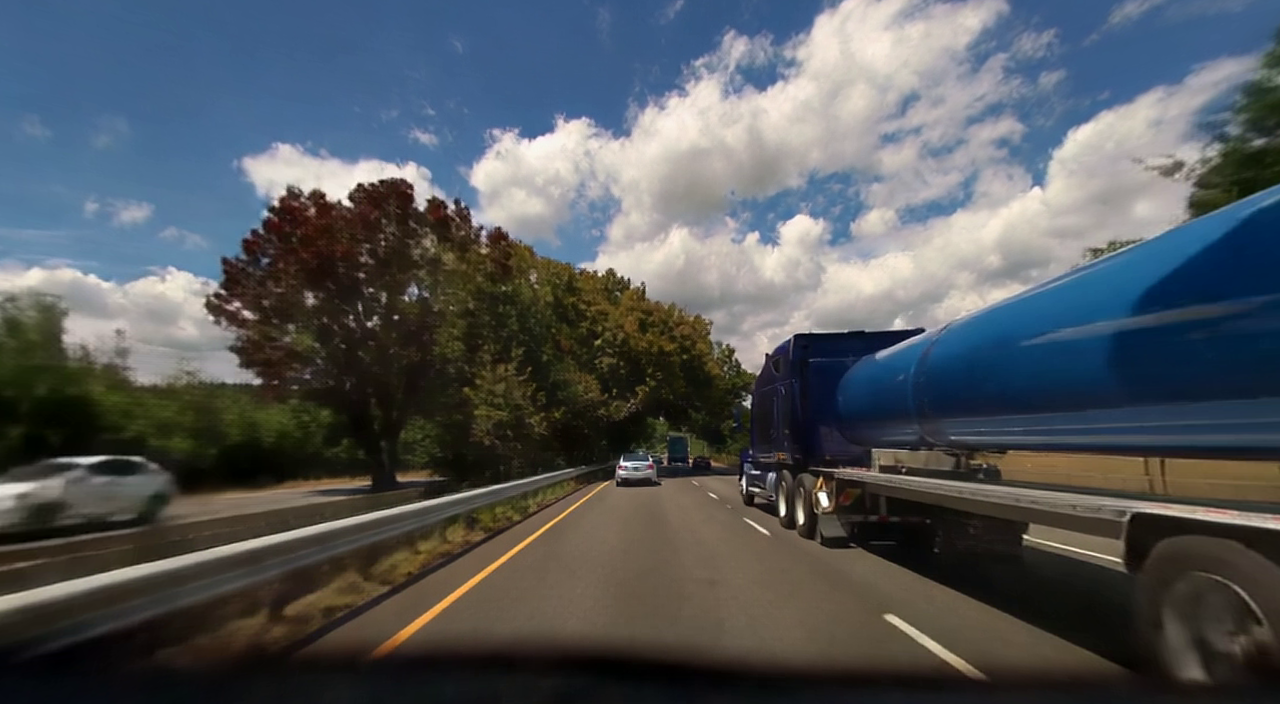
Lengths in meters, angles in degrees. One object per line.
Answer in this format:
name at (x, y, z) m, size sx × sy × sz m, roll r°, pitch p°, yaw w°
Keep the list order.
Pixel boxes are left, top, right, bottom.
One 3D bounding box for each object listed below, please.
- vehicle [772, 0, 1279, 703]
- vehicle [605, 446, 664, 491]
vehicle at (3.911, 0.559, 6.147) m, size 2.694 × 3.453 × 11.641 m, roll 0°, pitch -9°, yaw 0°
vehicle at (-0.162, 4.220, 23.095) m, size 2.003 × 1.490 × 3.636 m, roll 0°, pitch -9°, yaw 1°
